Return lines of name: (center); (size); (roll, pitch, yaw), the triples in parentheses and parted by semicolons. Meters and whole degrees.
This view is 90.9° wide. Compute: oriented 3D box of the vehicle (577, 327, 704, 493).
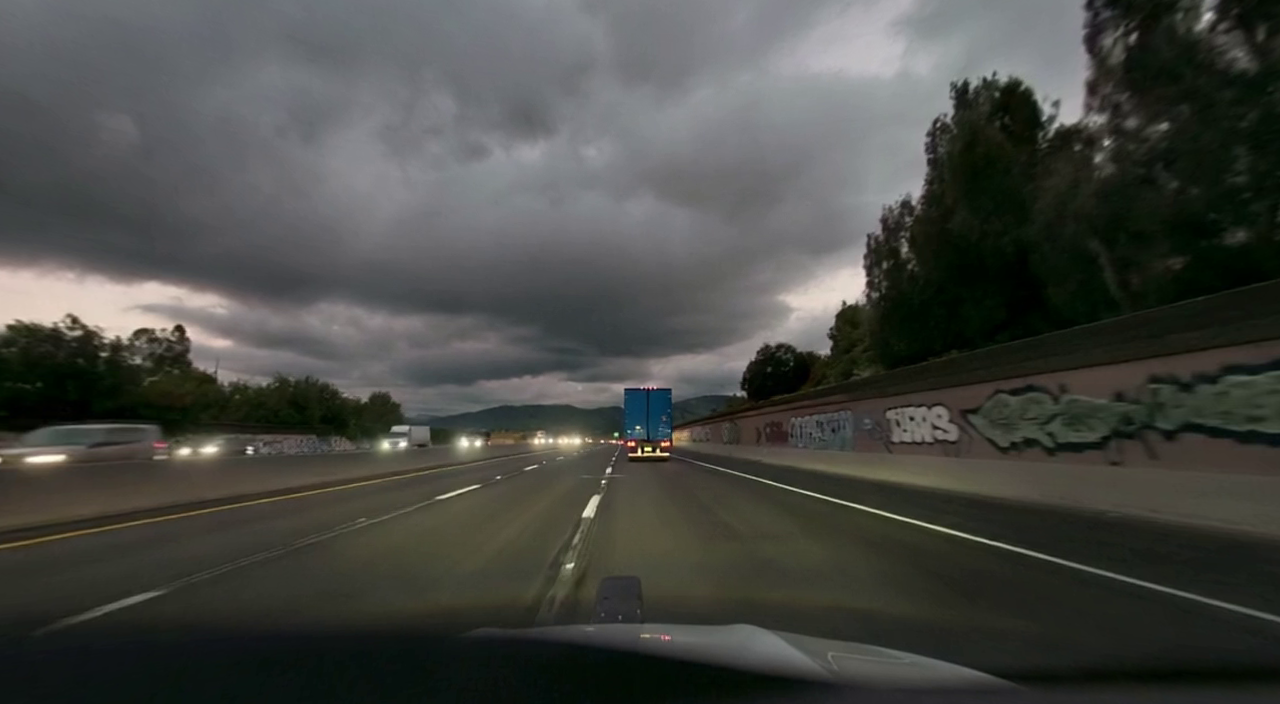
vehicle: (-0.169, 1.703, 17.424); (2.880, 3.798, 5.927); (0, -8, -4)

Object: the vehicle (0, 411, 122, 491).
vehicle: (-14.387, 2.196, 14.160); (1.998, 1.647, 4.170); (0, -8, -2)

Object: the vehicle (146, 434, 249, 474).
vehicle: (-22.344, 5.143, 32.108); (2.026, 1.853, 4.642); (0, -8, -2)
